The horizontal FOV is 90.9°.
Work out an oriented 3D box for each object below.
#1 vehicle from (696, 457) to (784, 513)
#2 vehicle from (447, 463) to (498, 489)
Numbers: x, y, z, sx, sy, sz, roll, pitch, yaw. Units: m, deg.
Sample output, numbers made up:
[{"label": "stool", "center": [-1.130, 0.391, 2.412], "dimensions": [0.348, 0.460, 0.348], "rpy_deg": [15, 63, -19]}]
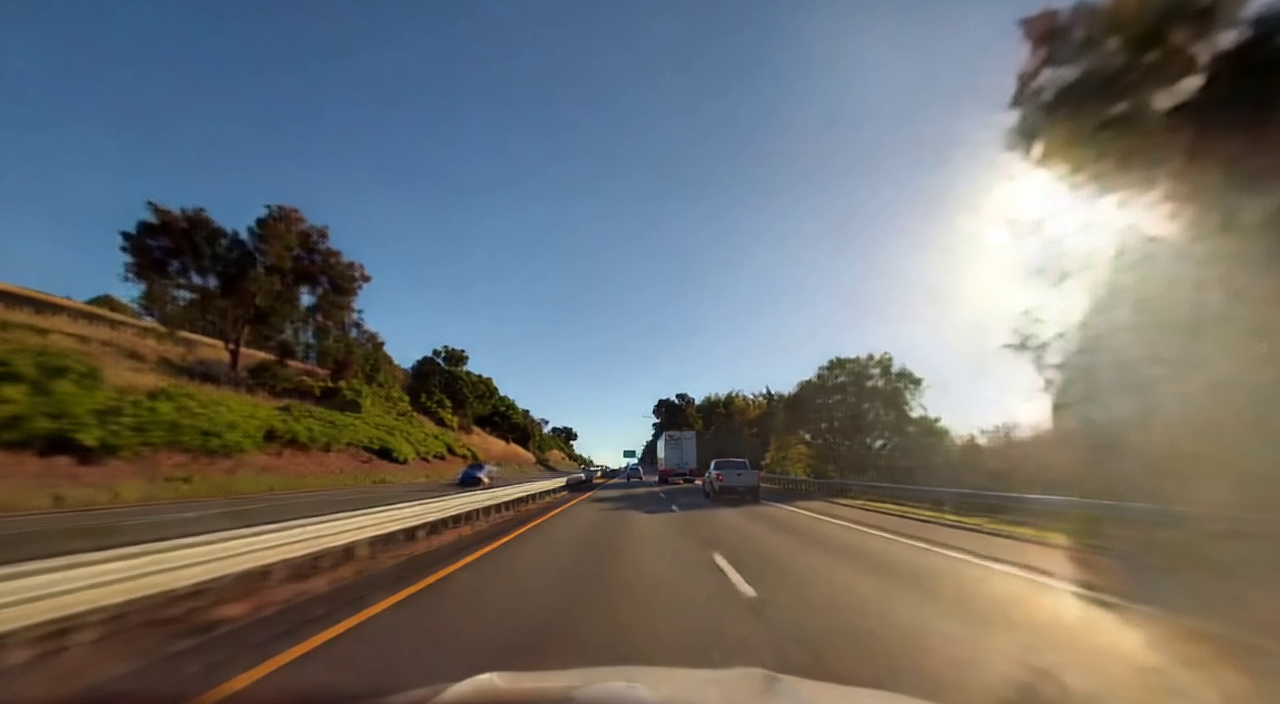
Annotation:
[{"label": "vehicle", "center": [3.248, 4.460, 21.435], "dimensions": [2.124, 1.662, 4.641], "rpy_deg": [1, -10, -1]}, {"label": "vehicle", "center": [-10.333, 7.685, 39.088], "dimensions": [2.015, 1.457, 3.979], "rpy_deg": [1, -10, 0]}]
